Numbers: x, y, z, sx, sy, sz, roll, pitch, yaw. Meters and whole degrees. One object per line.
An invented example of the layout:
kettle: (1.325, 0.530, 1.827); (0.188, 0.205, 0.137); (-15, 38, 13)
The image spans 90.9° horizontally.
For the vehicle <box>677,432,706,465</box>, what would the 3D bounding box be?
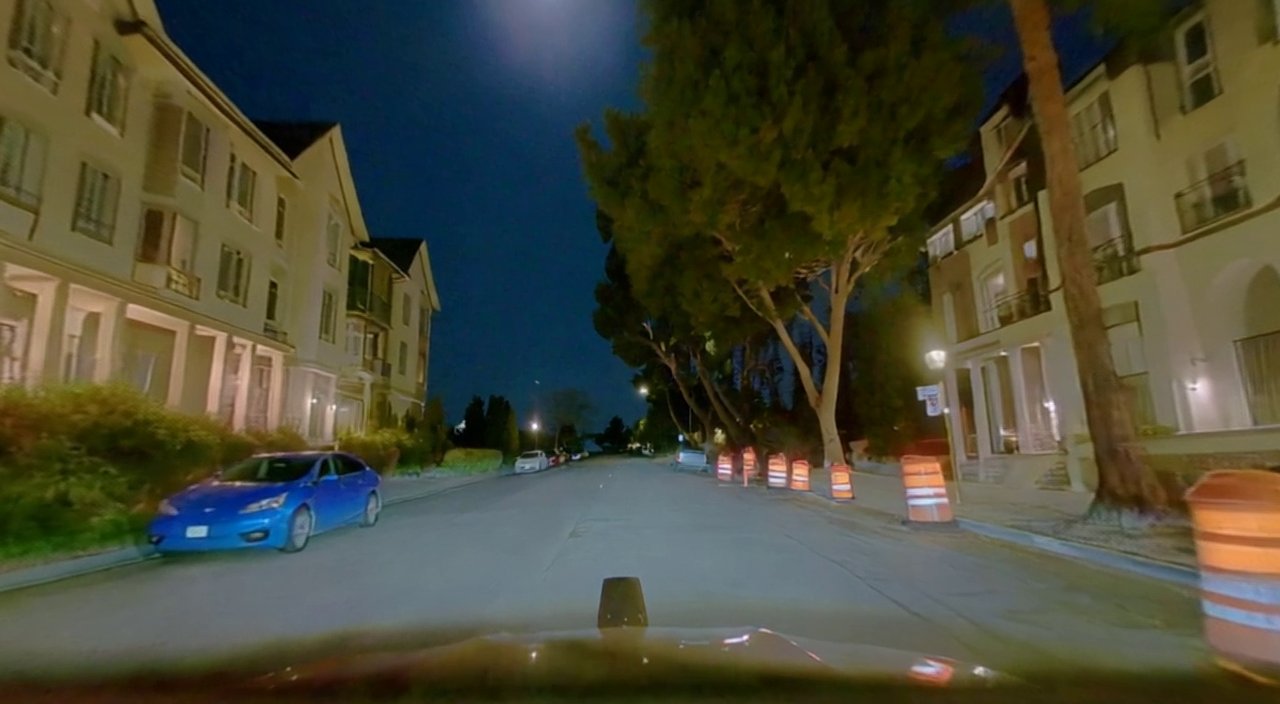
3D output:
vehicle: (4.049, 7.633, 49.992); (2.082, 2.534, 3.248); (-1, -8, 3)

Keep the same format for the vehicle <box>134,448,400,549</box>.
vehicle: (-6.506, 2.562, 11.809); (2.137, 1.481, 4.503); (0, -9, 2)

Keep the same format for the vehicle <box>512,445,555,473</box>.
vehicle: (-6.546, 6.598, 39.104); (1.957, 1.608, 4.476); (0, -9, -1)
